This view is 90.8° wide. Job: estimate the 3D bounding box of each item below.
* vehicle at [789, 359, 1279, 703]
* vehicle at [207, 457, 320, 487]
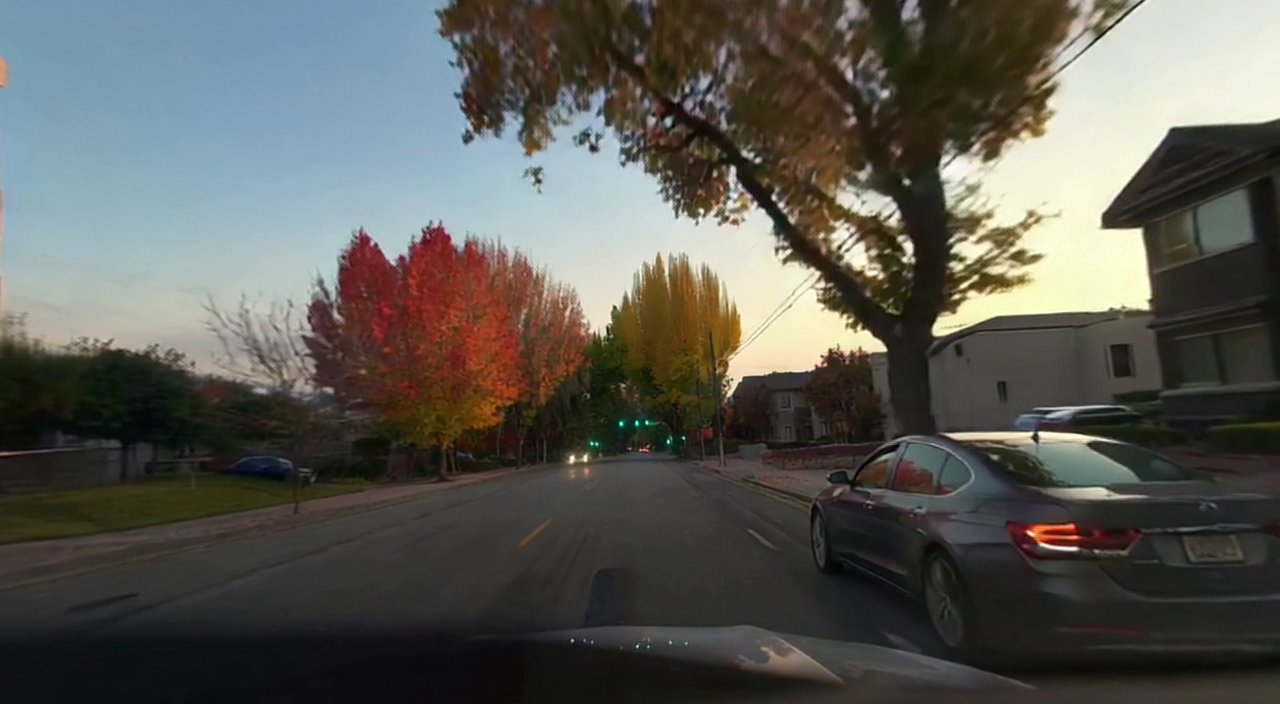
[{"bbox_3d":[3.024,1.283,5.373,2.224,1.791,4.834,0,-9,-1],"label":"vehicle"},{"bbox_3d":[-19.528,6.217,32.923,4.610,1.463,1.841,1,-9,-6],"label":"vehicle"}]
